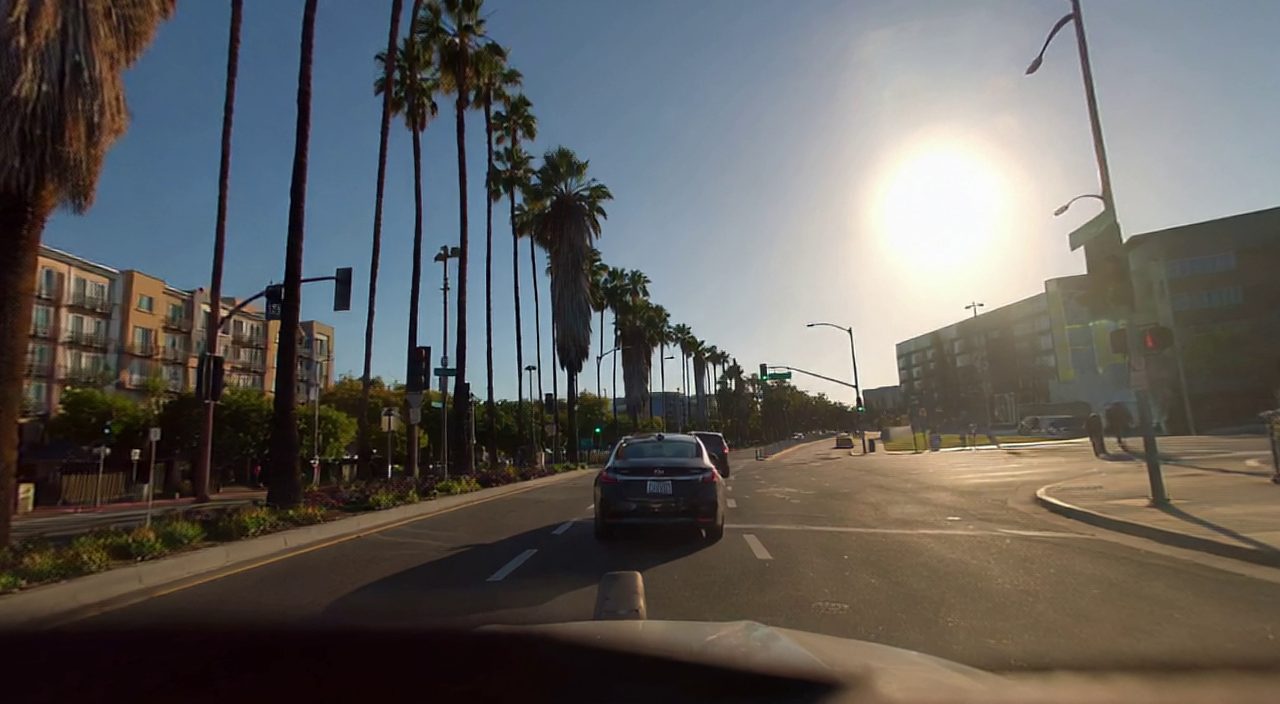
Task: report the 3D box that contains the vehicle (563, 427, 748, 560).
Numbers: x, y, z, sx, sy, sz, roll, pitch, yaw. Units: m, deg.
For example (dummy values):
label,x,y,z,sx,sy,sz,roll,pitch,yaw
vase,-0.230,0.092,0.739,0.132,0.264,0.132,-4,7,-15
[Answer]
label,x,y,z,sx,sy,sz,roll,pitch,yaw
vehicle,0.225,1.914,9.261,2.096,1.492,4.071,0,-9,2
